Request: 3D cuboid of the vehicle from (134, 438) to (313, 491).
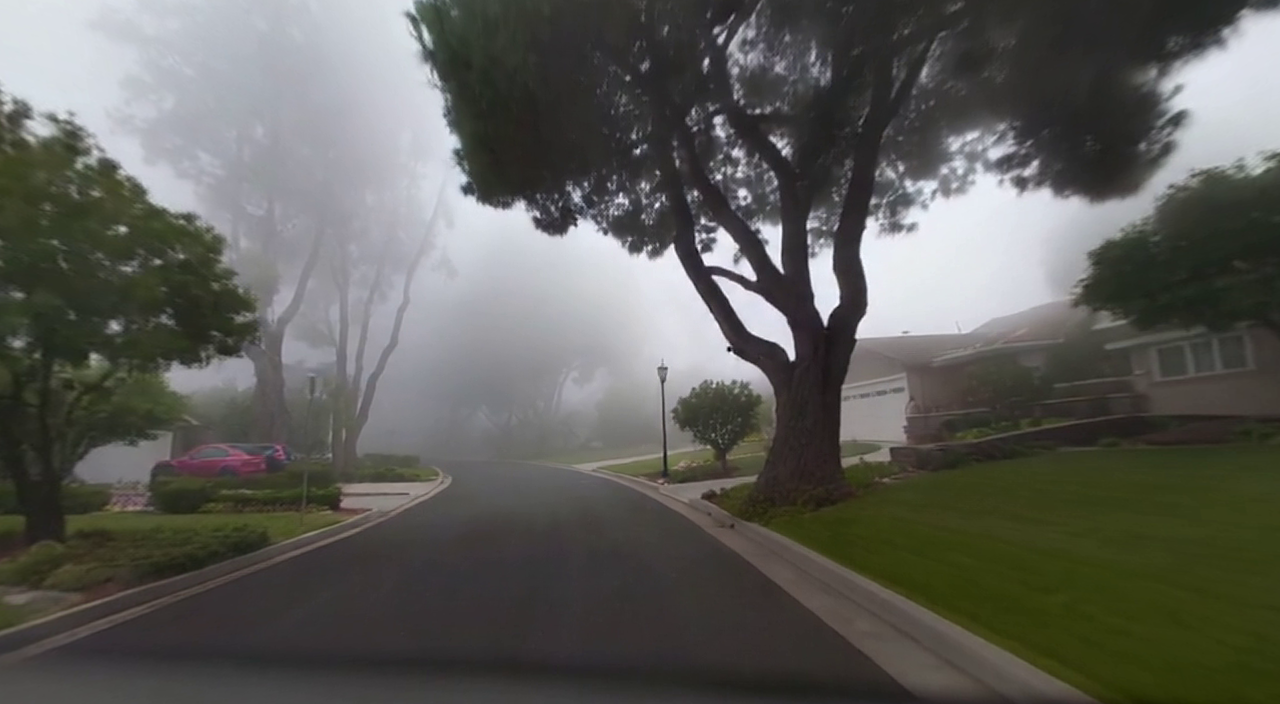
[{"bbox_3d":[-13.635,3.699,20.885,4.471,1.638,1.877,1,-8,-6],"label":"vehicle"}]
